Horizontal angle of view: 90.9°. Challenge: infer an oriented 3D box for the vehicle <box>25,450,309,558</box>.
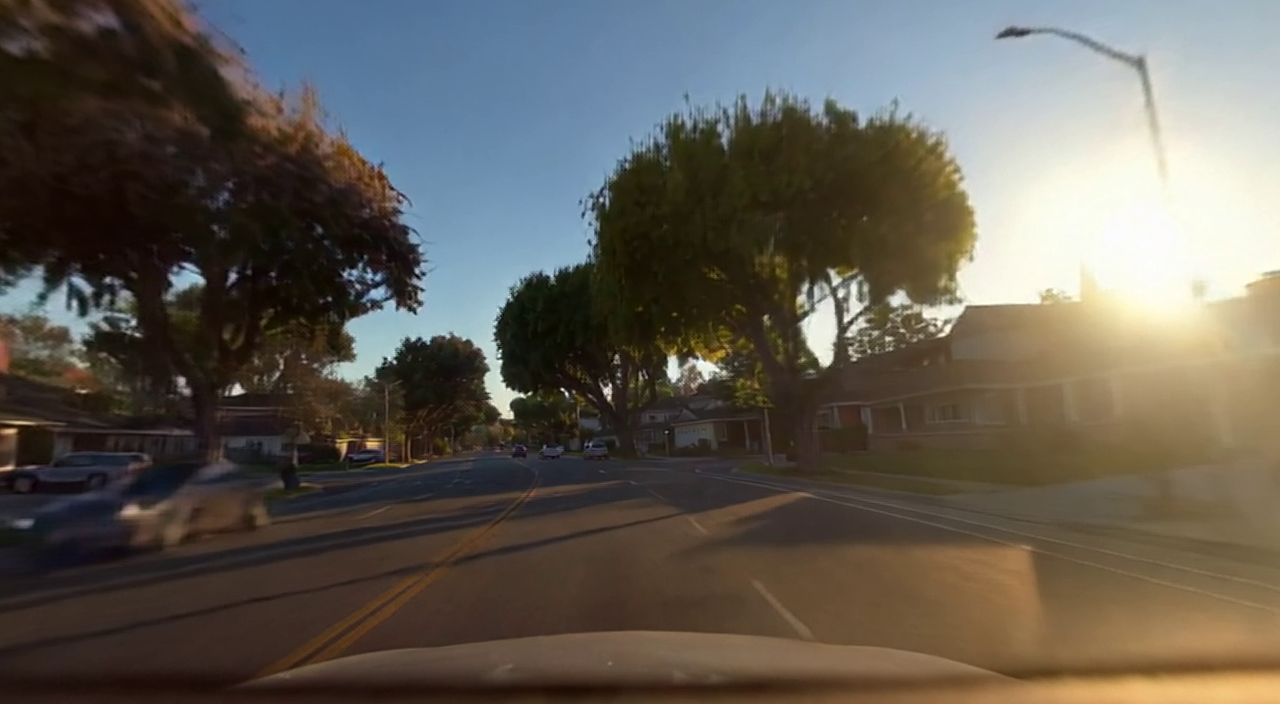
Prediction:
[{"bbox_3d":[-8.587,2.724,12.181,2.125,1.592,4.616,0,-8,-4],"label":"vehicle"}]
